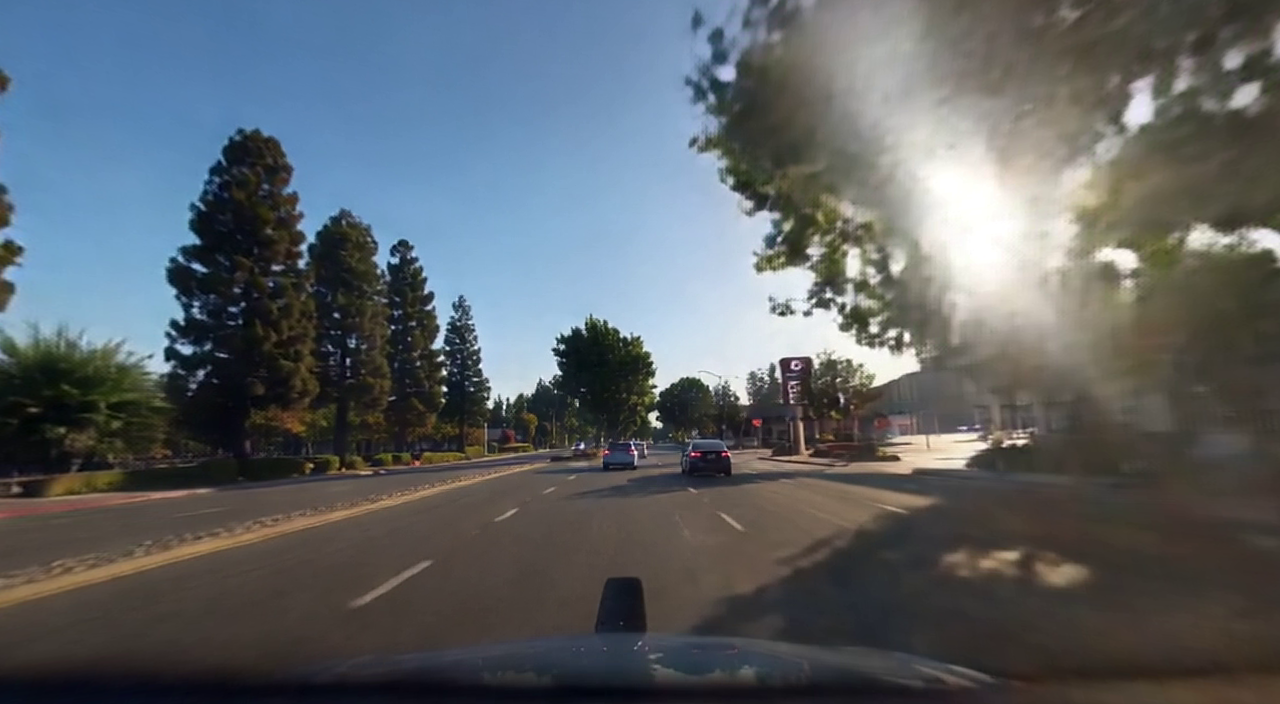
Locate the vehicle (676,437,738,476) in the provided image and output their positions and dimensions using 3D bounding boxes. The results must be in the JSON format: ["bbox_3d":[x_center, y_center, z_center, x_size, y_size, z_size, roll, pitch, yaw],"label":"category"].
[{"bbox_3d":[2.714,4.380,26.781,2.057,1.491,4.675,0,-8,-1],"label":"vehicle"}]

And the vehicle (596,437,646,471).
[{"bbox_3d":[-0.867,4.901,30.557,2.242,1.474,4.127,0,-8,0],"label":"vehicle"}]

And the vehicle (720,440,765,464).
[{"bbox_3d":[6.329,6.230,39.376,2.068,1.393,3.874,0,-8,-1],"label":"vehicle"}]
